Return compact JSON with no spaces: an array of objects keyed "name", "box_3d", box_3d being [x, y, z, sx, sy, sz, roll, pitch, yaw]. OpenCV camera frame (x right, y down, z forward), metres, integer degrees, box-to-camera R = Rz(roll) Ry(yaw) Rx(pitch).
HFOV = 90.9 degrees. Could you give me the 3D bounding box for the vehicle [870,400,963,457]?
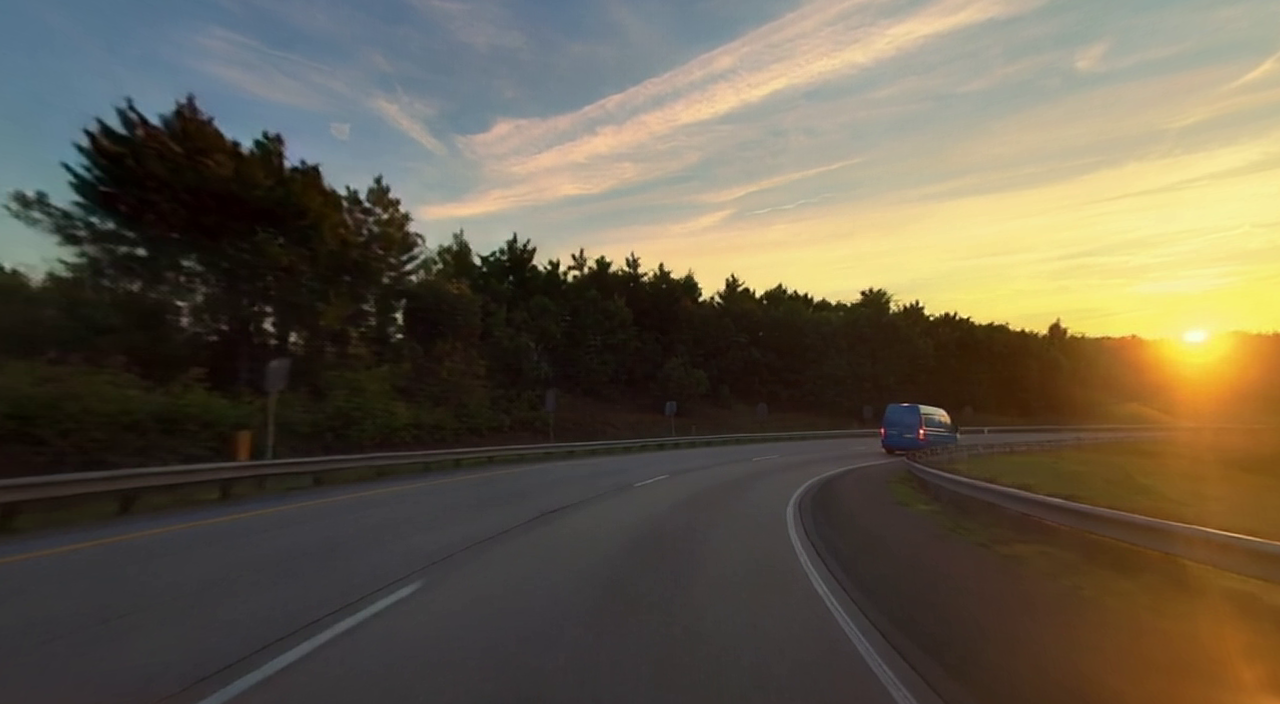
[{"name":"vehicle","box_3d":[13.806,3.842,31.296,2.352,2.577,5.330,-7,-11,44]}]
